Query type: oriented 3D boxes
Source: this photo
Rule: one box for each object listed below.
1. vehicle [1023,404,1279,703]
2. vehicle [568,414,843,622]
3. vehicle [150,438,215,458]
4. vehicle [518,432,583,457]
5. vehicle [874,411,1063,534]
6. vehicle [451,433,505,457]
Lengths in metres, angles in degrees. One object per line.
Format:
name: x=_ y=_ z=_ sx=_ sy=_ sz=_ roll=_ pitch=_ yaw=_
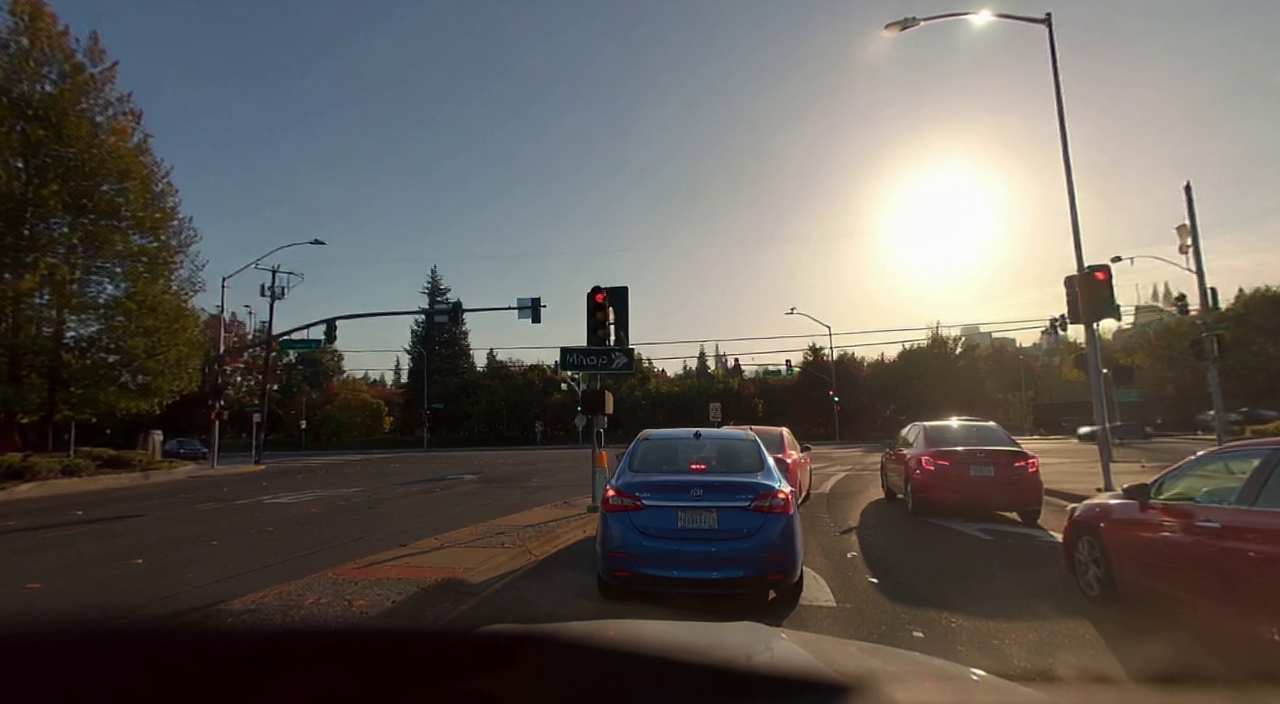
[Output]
vehicle: x=4.243 y=1.058 z=3.371 sx=1.954 sy=1.508 sz=4.441 roll=-1 pitch=-8 yaw=6
vehicle: x=0.850 y=1.499 z=6.693 sx=2.052 sy=1.483 sz=3.928 roll=-2 pitch=-8 yaw=12
vehicle: x=-35.404 y=7.433 z=48.629 sx=1.652 sy=1.433 sz=3.733 roll=-7 pitch=-11 yaw=40
vehicle: x=-5.973 y=6.107 z=41.553 sx=1.932 sy=1.573 sz=4.509 roll=8 pitch=-12 yaw=-44
vehicle: x=5.538 y=2.045 z=11.289 sx=2.102 sy=1.717 sz=4.373 roll=-2 pitch=-9 yaw=16
vehicle: x=-12.474 y=7.119 z=48.192 sx=1.972 sy=1.705 sz=4.457 roll=8 pitch=-11 yaw=-44
